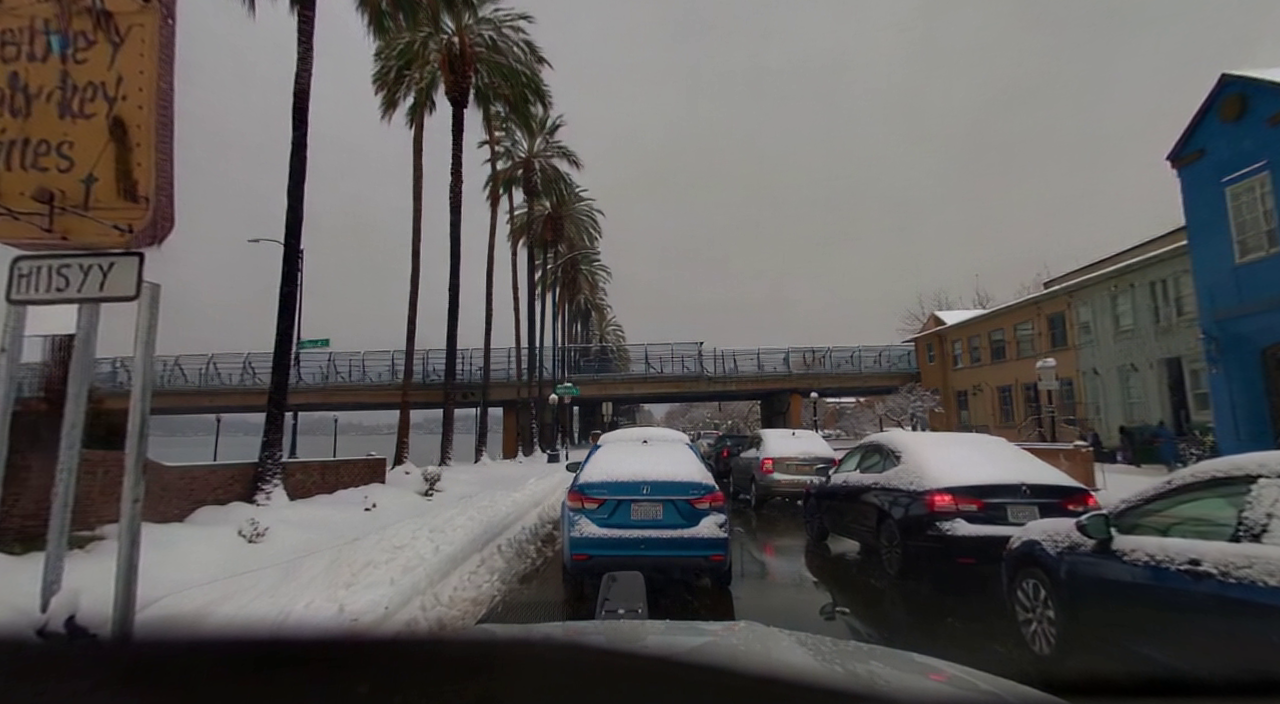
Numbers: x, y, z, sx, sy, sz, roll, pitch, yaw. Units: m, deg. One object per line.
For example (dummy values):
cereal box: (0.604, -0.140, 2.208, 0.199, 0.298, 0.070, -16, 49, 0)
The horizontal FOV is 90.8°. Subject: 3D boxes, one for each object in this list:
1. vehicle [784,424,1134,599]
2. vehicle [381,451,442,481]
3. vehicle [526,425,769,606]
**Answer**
vehicle: (3.273, 1.716, 7.727, 1.920, 1.490, 4.417, 0, -9, -1)
vehicle: (-14.952, 7.474, 41.705, 2.104, 1.802, 4.852, 0, -9, 1)
vehicle: (0.060, 1.667, 7.256, 2.048, 1.503, 3.681, 0, -9, 0)
